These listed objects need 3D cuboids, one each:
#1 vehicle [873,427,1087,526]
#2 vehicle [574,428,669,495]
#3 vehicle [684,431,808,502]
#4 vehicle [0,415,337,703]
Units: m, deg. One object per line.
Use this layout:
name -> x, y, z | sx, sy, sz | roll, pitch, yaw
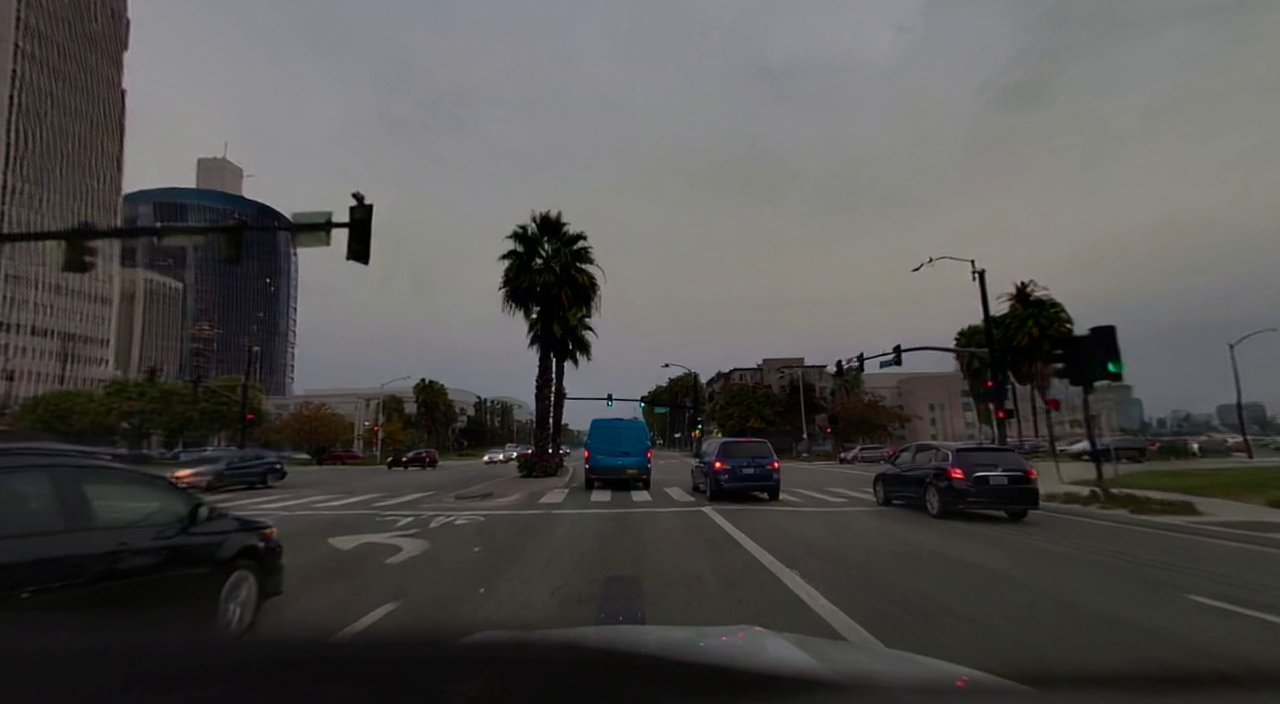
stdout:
vehicle -> 7.074, 2.617, 13.856 | 2.023, 1.771, 4.488 | 0, -9, -2
vehicle -> -0.659, 3.705, 21.843 | 2.848, 1.991, 5.706 | 0, -9, -2
vehicle -> 2.801, 3.198, 18.113 | 2.462, 1.736, 4.899 | 0, -9, -3
vehicle -> -3.470, 1.019, 2.764 | 1.997, 1.430, 4.655 | 0, -9, 0
